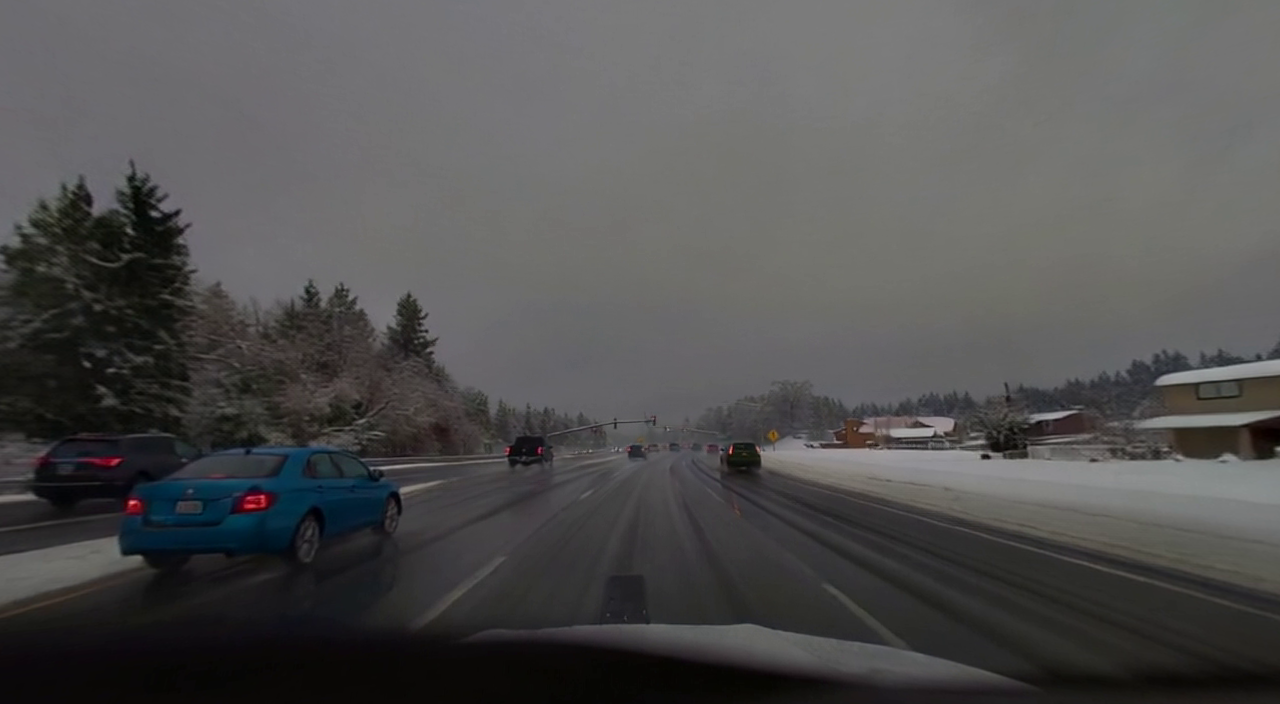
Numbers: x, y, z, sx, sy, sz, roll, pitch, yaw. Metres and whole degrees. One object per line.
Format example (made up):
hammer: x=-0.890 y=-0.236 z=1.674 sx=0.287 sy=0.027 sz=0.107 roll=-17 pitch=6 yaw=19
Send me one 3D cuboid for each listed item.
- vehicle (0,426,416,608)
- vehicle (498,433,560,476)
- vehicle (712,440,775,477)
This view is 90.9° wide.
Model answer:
vehicle: x=-4.409 y=1.688 z=7.473 sx=1.948 sy=1.475 sz=4.461 roll=0 pitch=-8 yaw=-2
vehicle: x=-5.063 y=4.731 z=29.335 sx=2.122 sy=1.847 sz=4.696 roll=0 pitch=-8 yaw=-1
vehicle: x=4.408 y=4.601 z=27.598 sx=2.100 sy=1.472 sz=4.533 roll=0 pitch=-8 yaw=1
